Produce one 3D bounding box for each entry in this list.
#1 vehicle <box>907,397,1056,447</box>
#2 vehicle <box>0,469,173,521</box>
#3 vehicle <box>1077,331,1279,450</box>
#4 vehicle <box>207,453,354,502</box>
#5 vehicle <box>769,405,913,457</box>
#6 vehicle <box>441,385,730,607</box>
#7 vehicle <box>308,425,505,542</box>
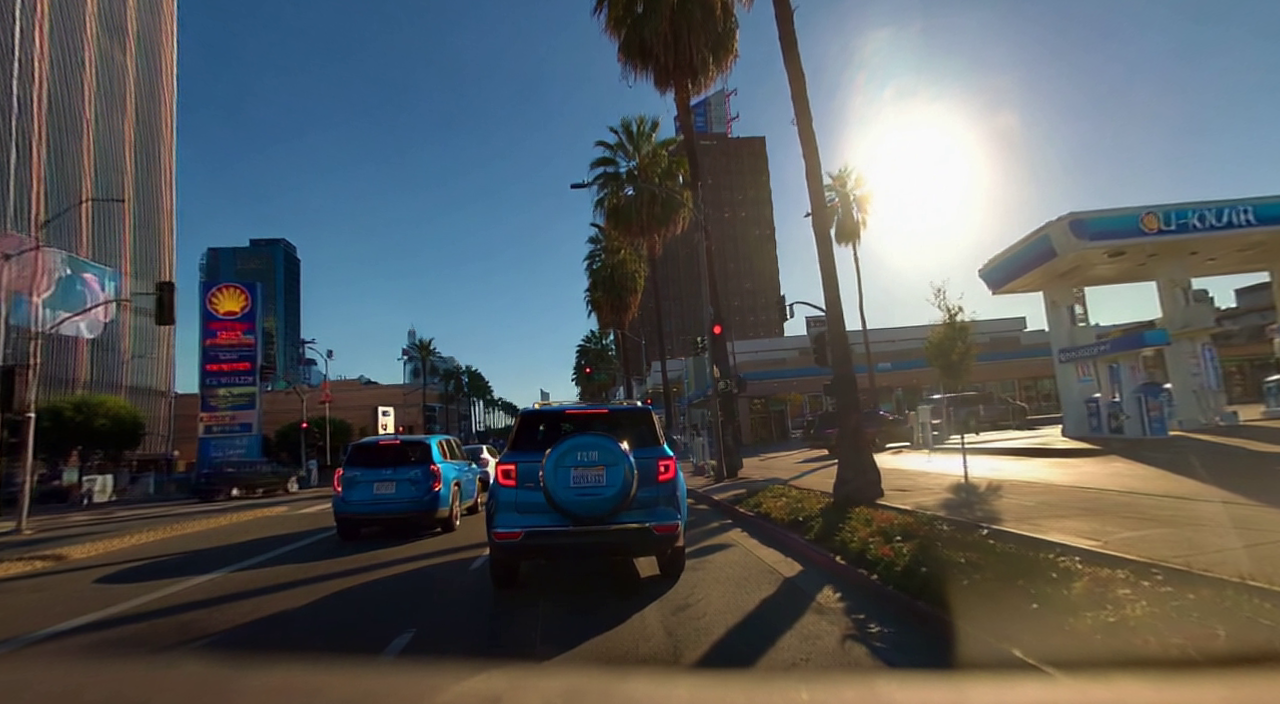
[{"bbox_3d":[14.463,3.021,27.005,5.033,1.999,2.259,0,-8,-3],"label":"vehicle"},{"bbox_3d":[-20.858,5.344,23.837,4.660,1.708,2.331,-1,-8,4],"label":"vehicle"},{"bbox_3d":[10.302,0.728,10.602,4.420,1.766,2.104,1,-8,-5],"label":"vehicle"},{"bbox_3d":[-15.673,5.467,27.799,5.026,1.958,2.193,0,-8,-3],"label":"vehicle"},{"bbox_3d":[8.411,3.364,26.709,5.307,2.076,2.122,1,-8,-5],"label":"vehicle"},{"bbox_3d":[-0.634,1.603,8.030,2.519,1.913,4.819,0,-8,-4],"label":"vehicle"},{"bbox_3d":[-4.011,2.321,11.956,2.097,1.692,5.030,0,-8,-4],"label":"vehicle"}]
